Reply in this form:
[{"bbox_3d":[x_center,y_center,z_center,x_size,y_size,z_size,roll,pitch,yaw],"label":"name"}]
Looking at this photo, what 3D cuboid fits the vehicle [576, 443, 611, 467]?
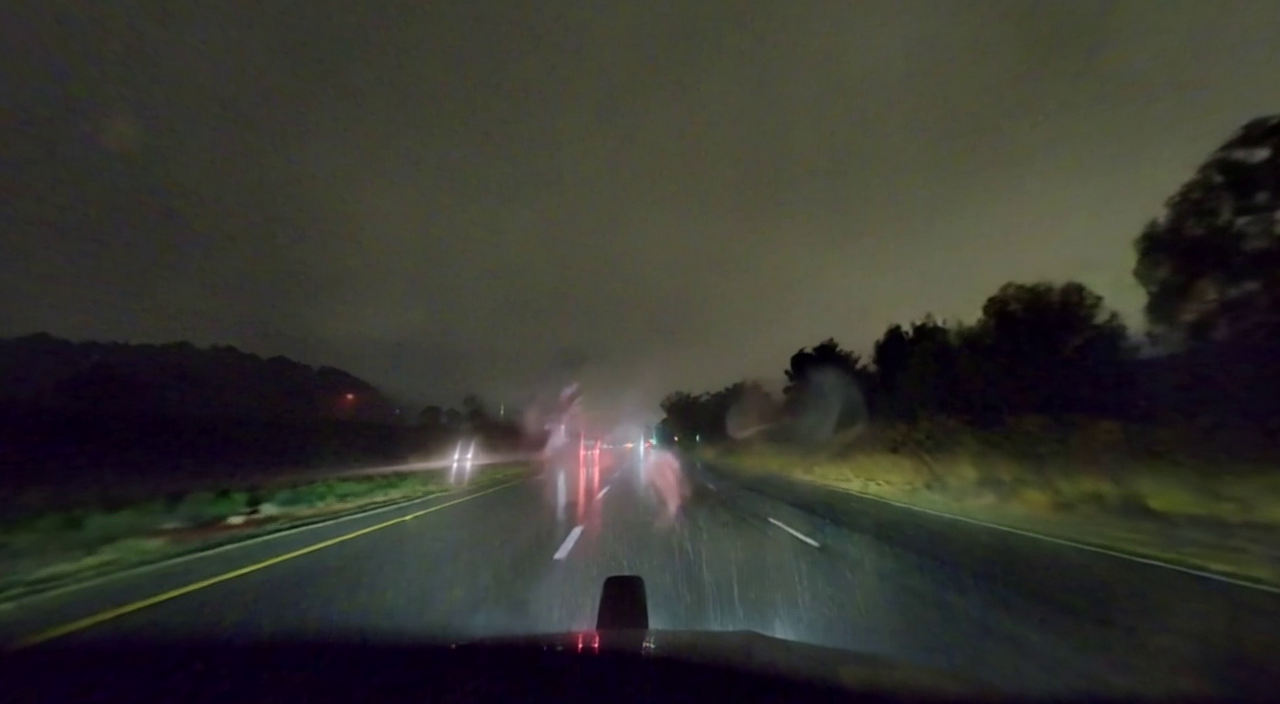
[{"bbox_3d":[-3.054,6.900,42.377,1.991,1.475,4.302,0,-8,0],"label":"vehicle"}]
